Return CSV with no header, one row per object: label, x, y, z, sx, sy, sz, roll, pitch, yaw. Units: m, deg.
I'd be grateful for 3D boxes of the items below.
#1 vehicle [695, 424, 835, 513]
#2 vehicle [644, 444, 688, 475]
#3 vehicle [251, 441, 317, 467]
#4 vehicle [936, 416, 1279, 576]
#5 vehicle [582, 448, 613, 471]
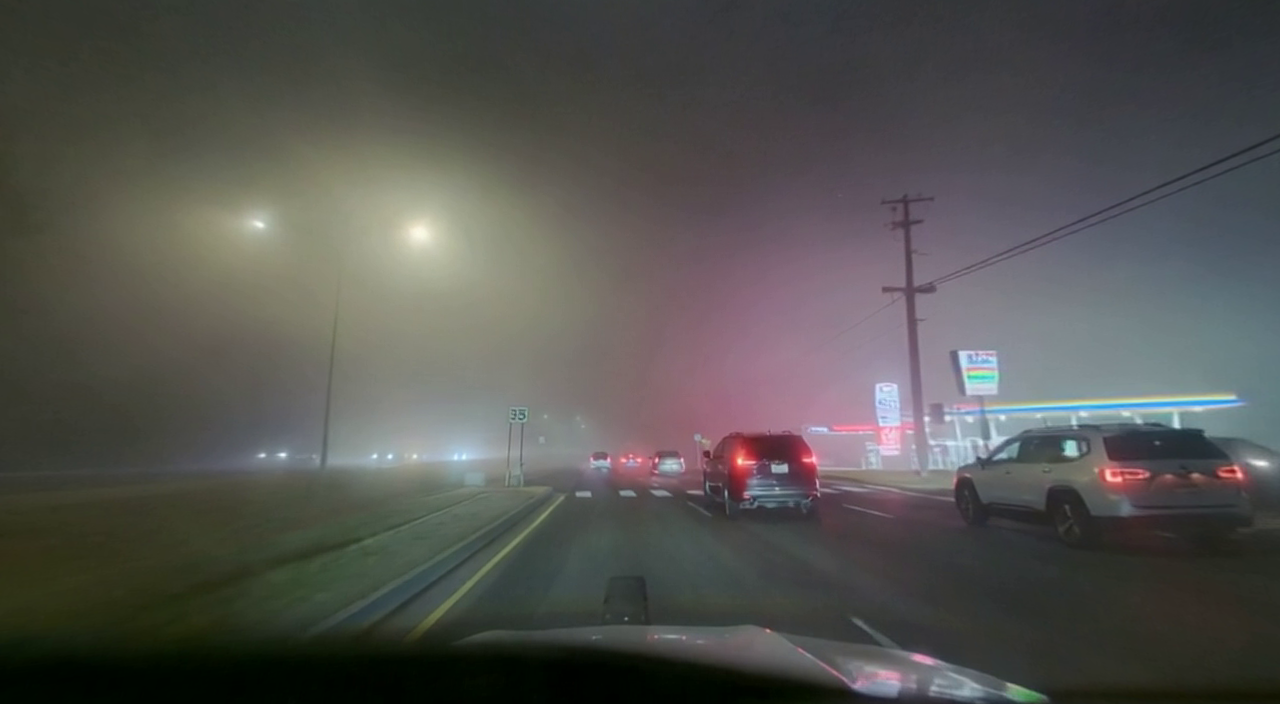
vehicle,2.762,2.719,15.222,2.184,1.777,4.712,1,-8,-3
vehicle,1.388,5.986,35.369,2.012,1.612,4.114,1,-8,-5
vehicle,-23.683,6.787,42.154,1.872,1.620,4.343,0,-8,0
vehicle,6.083,1.782,8.599,1.881,1.604,4.289,1,-8,-2
vehicle,-3.001,7.713,45.310,2.107,1.527,4.174,1,-8,-3
